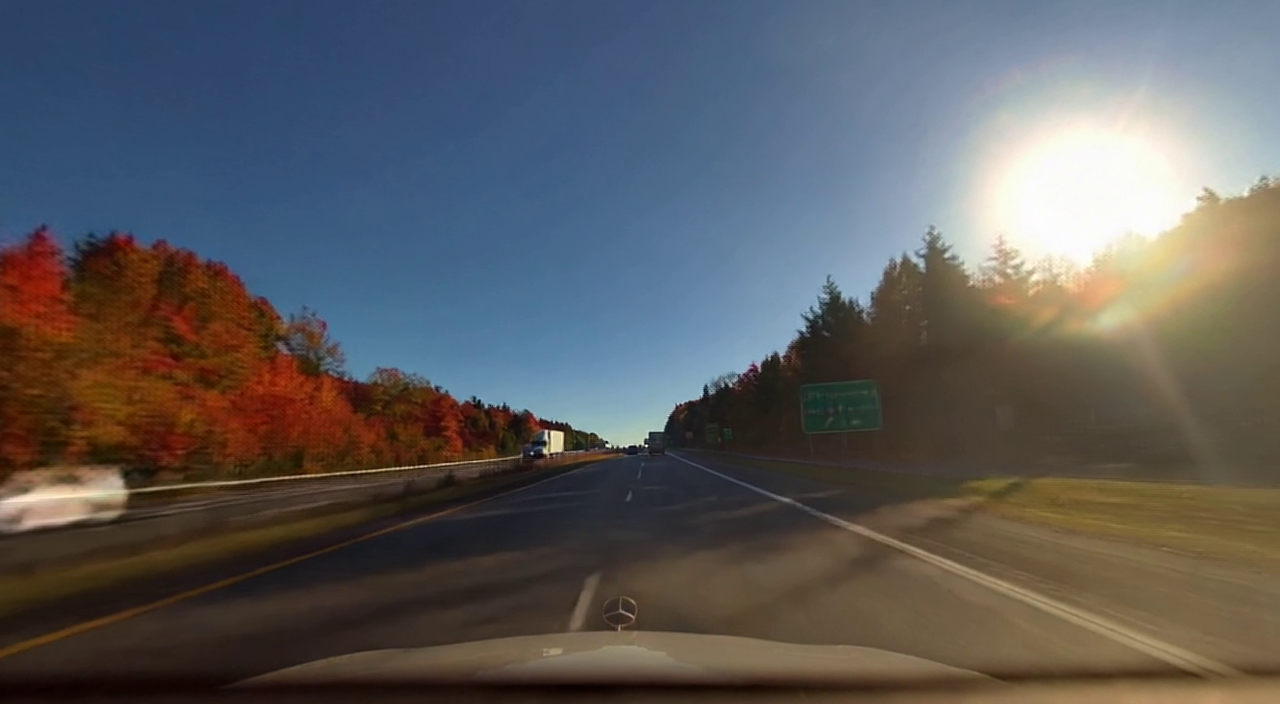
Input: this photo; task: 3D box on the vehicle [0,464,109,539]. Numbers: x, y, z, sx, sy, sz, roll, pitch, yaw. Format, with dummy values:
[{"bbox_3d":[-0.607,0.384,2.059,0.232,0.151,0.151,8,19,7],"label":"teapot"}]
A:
[{"bbox_3d":[-14.677,3.363,14.142,1.808,1.507,3.965,-1,-9,1],"label":"vehicle"}]
